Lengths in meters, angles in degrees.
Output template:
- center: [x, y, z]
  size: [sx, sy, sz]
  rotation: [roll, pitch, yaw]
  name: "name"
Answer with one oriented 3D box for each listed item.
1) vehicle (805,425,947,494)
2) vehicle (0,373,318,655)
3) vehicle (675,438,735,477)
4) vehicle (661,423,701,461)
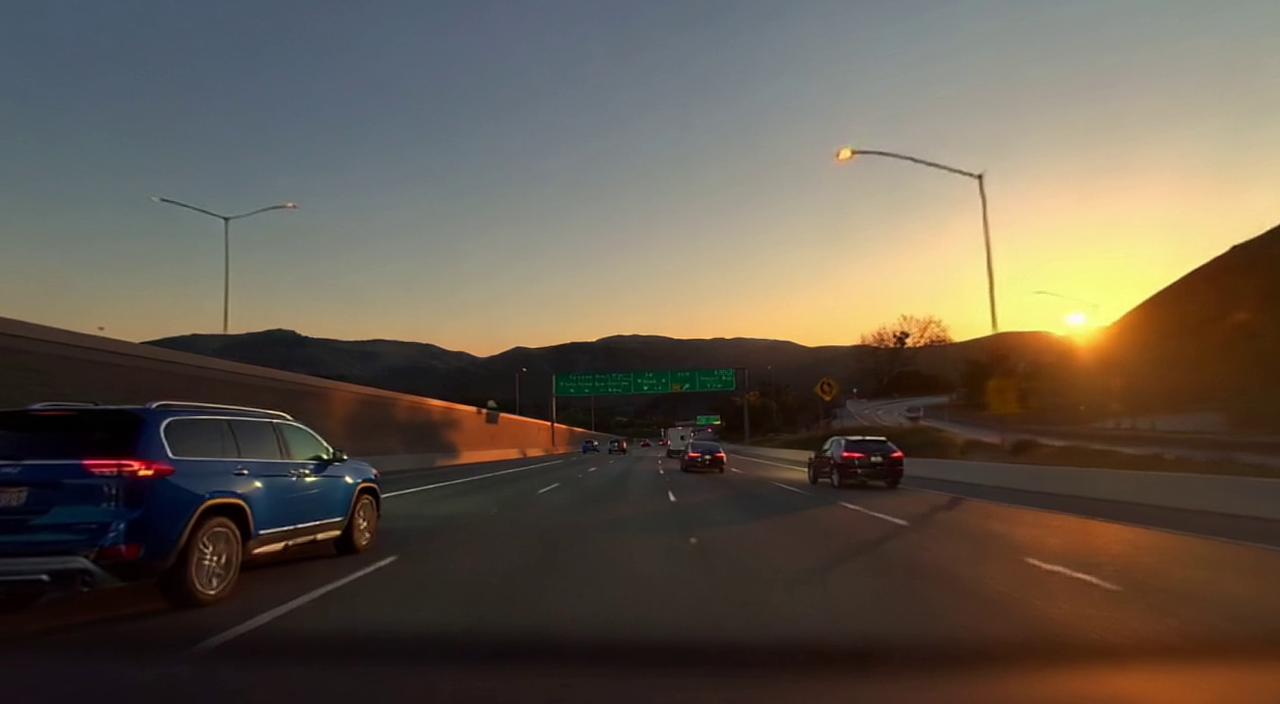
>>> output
- center: [6.561, 3.051, 18.316]
  size: [2.184, 1.712, 4.856]
  rotation: [0, -8, 0]
  name: "vehicle"
- center: [-4.757, 1.168, 5.141]
  size: [2.000, 1.646, 4.201]
  rotation: [0, -8, 1]
  name: "vehicle"
- center: [2.750, 4.613, 27.921]
  size: [2.108, 1.509, 5.059]
  rotation: [0, -8, 0]
  name: "vehicle"
- center: [3.038, 6.920, 48.638]
  size: [2.629, 2.718, 6.740]
  rotation: [0, -8, 0]
  name: "vehicle"
